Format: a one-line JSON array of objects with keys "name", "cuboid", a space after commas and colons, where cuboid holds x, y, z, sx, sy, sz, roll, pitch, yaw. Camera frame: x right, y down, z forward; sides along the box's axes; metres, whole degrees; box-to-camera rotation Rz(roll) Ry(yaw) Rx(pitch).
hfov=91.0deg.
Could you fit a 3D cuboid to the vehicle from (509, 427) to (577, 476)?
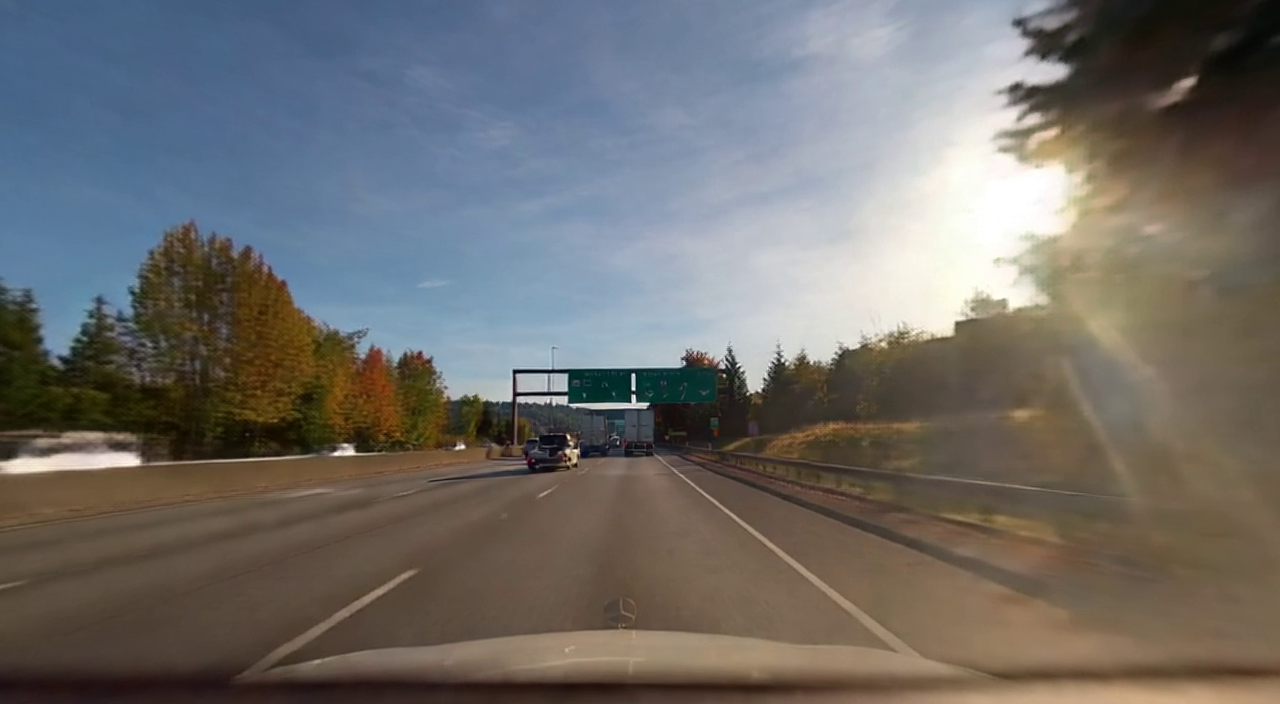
[{"name": "vehicle", "cuboid": [-3.962, 4.168, 26.638, 2.127, 1.839, 4.984, 0, -8, -1]}]
